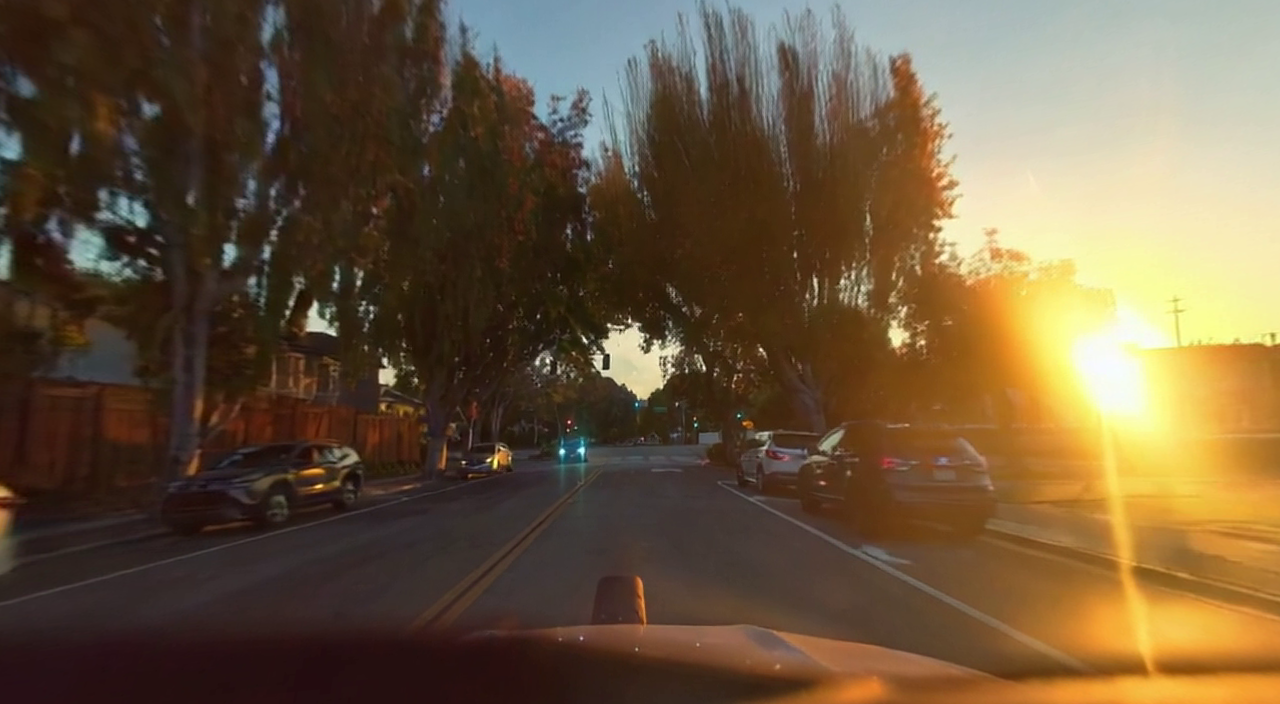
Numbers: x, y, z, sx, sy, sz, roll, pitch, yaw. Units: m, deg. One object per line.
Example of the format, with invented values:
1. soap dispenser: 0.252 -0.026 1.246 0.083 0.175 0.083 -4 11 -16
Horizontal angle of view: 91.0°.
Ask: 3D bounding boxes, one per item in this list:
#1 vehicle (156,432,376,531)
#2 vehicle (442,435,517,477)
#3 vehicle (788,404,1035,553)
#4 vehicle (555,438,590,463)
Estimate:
1. vehicle: -7.577 2.631 13.445 1.994 1.718 4.518 0 -8 -2
2. vehicle: -7.497 4.931 30.068 2.150 1.766 5.483 -1 -8 0
3. vehicle: 3.822 1.856 9.902 1.908 1.788 4.397 0 -8 0
4. vehicle: -4.519 6.515 41.758 1.971 1.497 4.285 1 -9 -10
